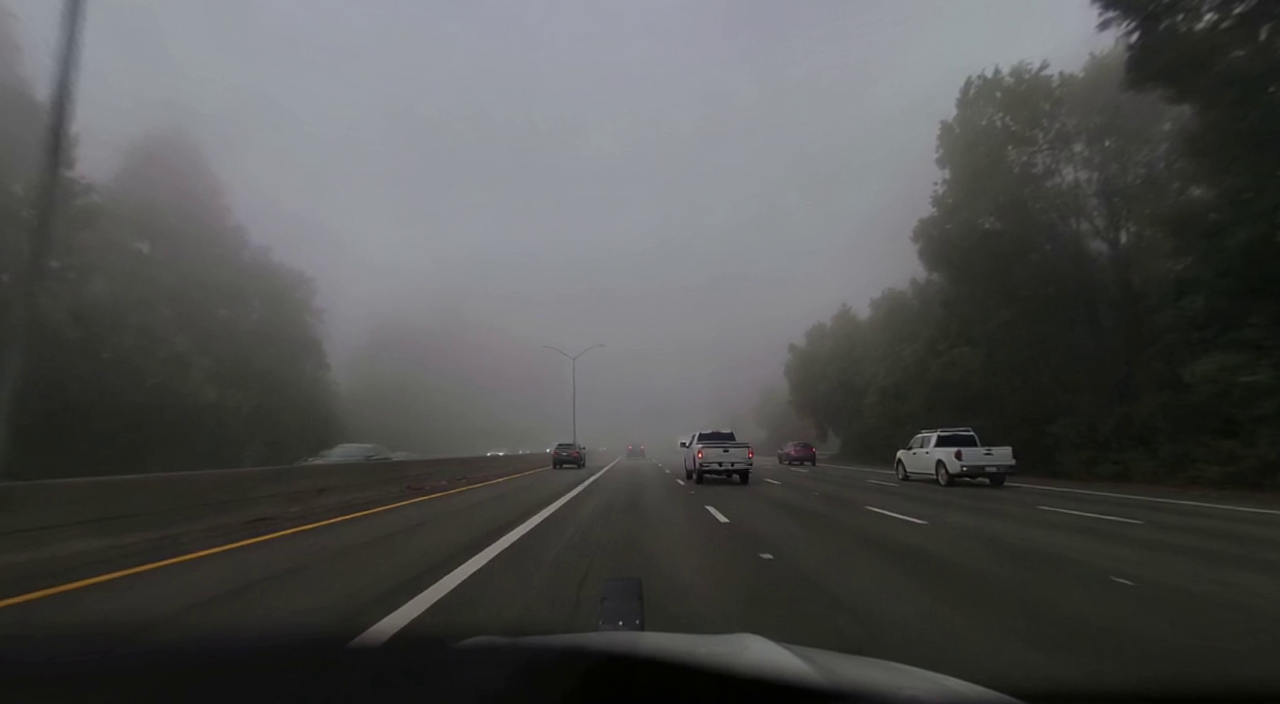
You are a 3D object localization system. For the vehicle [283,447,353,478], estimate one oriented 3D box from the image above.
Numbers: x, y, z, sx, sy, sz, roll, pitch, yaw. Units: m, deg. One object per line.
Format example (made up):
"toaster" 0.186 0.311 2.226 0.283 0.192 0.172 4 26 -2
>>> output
"vehicle" -15.562 5.345 30.727 1.642 1.358 3.384 -1 -8 -1

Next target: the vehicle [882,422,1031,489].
"vehicle" 9.954 3.299 20.476 2.046 1.873 5.131 0 -8 -1

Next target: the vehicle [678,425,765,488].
"vehicle" 2.639 3.584 21.938 2.200 1.870 5.649 0 -8 -1

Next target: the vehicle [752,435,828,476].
"vehicle" 6.552 4.566 28.161 2.105 1.655 4.652 0 -8 -1

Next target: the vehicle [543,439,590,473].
"vehicle" -3.813 5.476 33.441 1.992 1.651 4.185 0 -8 0
